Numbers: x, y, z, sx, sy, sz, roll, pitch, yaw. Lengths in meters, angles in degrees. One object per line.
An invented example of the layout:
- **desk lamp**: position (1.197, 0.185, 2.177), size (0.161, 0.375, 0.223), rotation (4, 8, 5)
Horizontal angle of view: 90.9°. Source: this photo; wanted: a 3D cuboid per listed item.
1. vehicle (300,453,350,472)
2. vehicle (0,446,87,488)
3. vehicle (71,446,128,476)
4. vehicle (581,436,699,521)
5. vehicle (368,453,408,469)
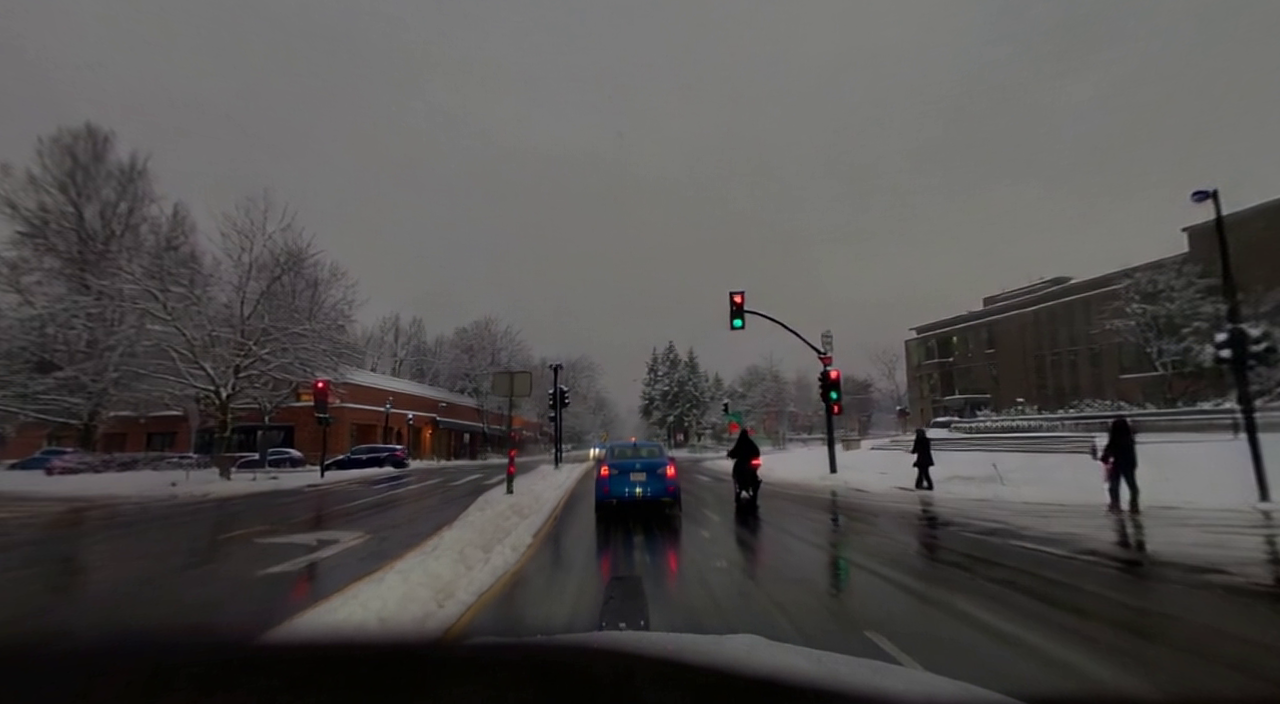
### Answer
- **vehicle**: position (-22.456, 7.867, 44.993), size (1.433, 1.269, 2.779), rotation (-5, -10, 29)
- **vehicle**: position (-28.439, 5.319, 29.432), size (4.653, 1.795, 2.163), rotation (-5, -9, 26)
- **vehicle**: position (-41.681, 8.360, 48.574), size (4.948, 2.124, 2.261), rotation (-7, -11, 39)
- **vehicle**: position (-0.069, 2.574, 13.362), size (2.118, 1.480, 3.949), rotation (0, -8, -2)
- **vehicle**: position (-19.903, 8.576, 49.811), size (1.259, 1.181, 2.744), rotation (-4, -9, 24)
